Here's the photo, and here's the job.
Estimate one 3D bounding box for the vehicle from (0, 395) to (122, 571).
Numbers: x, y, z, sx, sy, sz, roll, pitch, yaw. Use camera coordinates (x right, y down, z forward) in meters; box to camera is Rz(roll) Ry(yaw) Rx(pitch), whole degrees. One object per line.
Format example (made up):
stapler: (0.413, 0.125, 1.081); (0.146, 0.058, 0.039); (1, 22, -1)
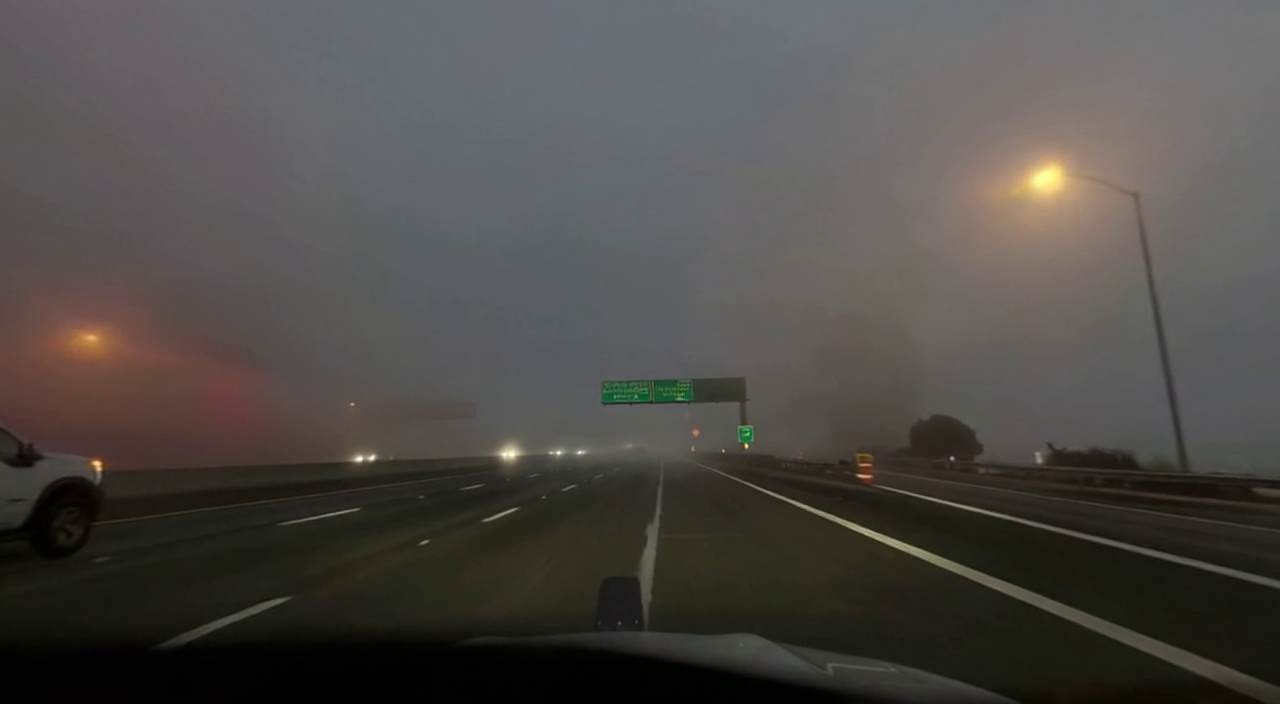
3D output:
vehicle: (-8.067, 1.261, 5.757); (2.272, 1.869, 4.945); (0, -8, 3)
